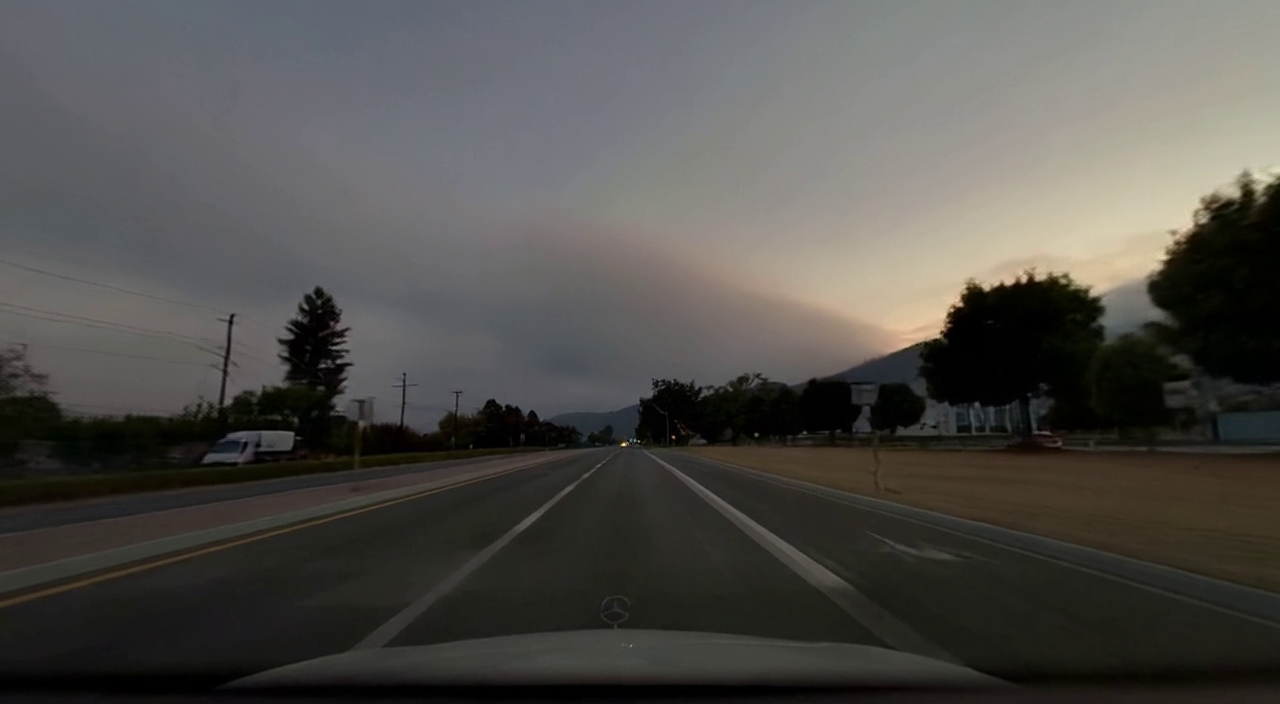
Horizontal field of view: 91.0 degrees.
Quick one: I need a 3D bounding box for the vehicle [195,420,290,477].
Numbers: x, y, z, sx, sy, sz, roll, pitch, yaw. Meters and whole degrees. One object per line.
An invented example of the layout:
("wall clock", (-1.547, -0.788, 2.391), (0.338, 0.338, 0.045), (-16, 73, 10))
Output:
("vehicle", (-29.417, 7.149, 46.893), (3.028, 3.909, 5.951), (-1, -8, 0))
